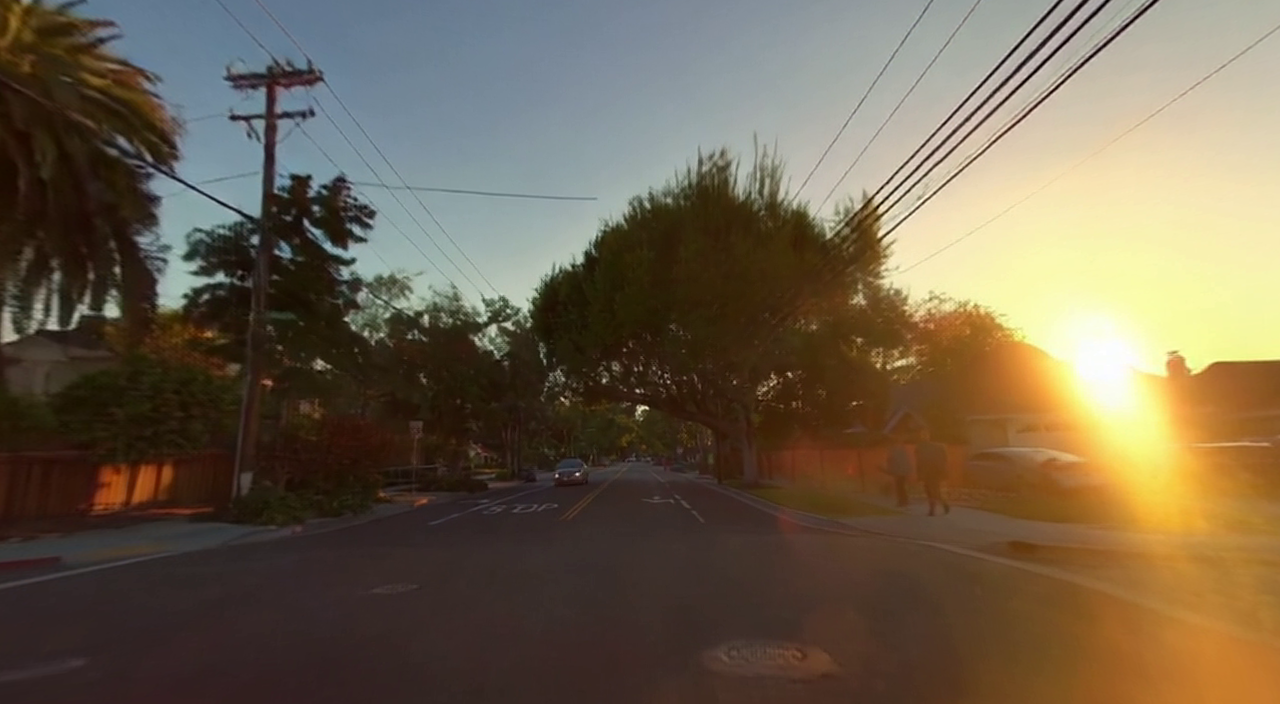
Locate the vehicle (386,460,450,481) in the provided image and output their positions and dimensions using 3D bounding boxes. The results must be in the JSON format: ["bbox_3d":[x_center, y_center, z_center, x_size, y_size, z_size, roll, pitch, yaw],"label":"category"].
[{"bbox_3d":[-16.707,8.944,47.736,4.199,1.510,2.058,2,-9,-10],"label":"vehicle"}]

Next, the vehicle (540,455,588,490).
[{"bbox_3d":[-3.888,6.239,32.979,1.935,1.595,3.972,0,-9,1],"label":"vehicle"}]
